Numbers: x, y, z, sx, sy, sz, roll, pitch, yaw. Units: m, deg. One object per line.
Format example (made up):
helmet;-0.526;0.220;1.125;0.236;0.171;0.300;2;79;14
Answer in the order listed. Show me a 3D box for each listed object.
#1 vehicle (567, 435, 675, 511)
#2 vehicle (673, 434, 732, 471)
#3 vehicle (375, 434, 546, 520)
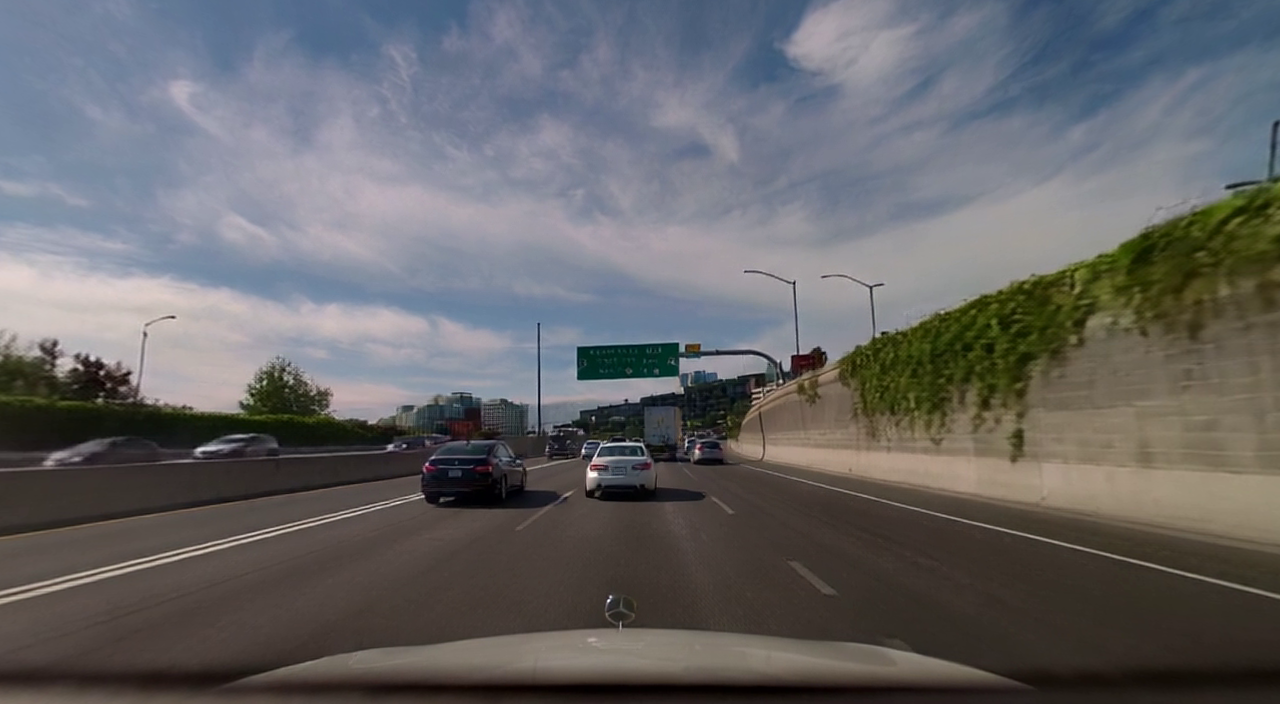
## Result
vehicle;-0.329;2.689;14.505;2.136;1.470;3.971;-1;-9;1
vehicle;2.983;4.933;31.123;2.166;1.666;4.618;0;-9;-3
vehicle;-3.542;2.586;13.678;2.130;1.474;5.027;-1;-9;1
